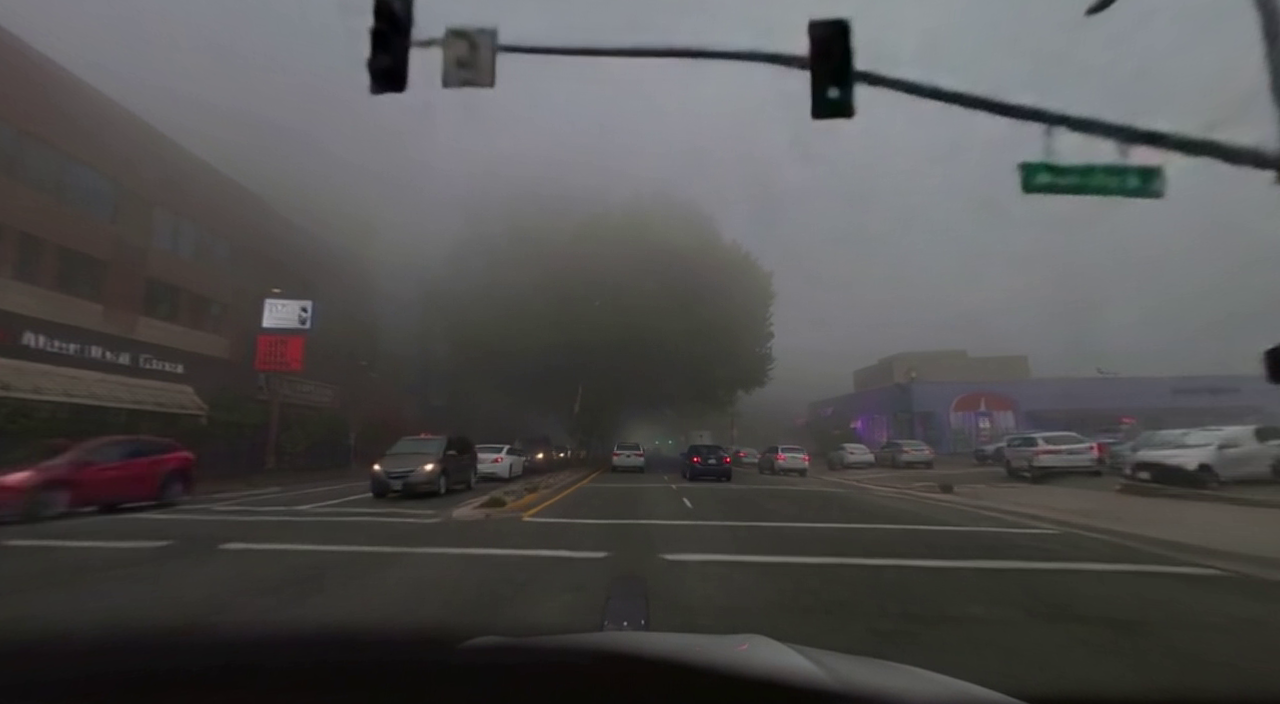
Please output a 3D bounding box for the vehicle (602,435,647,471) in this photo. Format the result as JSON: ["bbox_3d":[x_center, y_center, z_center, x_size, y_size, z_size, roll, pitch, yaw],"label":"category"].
[{"bbox_3d":[-0.815,5.550,34.705,2.301,1.837,4.411,0,-8,-1],"label":"vehicle"}]

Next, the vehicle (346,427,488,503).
[{"bbox_3d":[-5.876,2.997,17.351,2.242,1.740,4.659,-1,-7,0],"label":"vehicle"}]

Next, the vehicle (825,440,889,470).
[{"bbox_3d":[12.088,5.747,35.481,2.058,1.493,4.612,-1,-8,2],"label":"vehicle"}]

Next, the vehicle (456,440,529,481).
[{"bbox_3d":[-5.856,4.334,25.529,1.835,1.476,4.533,1,-8,0],"label":"vehicle"}]

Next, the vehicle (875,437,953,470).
[{"bbox_3d":[15.179,5.607,35.259,2.007,1.642,5.001,-1,-8,-1],"label":"vehicle"}]

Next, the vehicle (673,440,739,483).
[{"bbox_3d":[2.481,4.236,24.694,2.046,1.540,3.883,0,-8,-2],"label":"vehicle"}]

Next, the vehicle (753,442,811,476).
[{"bbox_3d":[7.290,5.519,32.846,1.914,1.587,4.548,0,-8,-1],"label":"vehicle"}]

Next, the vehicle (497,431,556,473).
[{"bbox_3d":[-5.817,5.161,32.976,2.240,1.945,5.114,-1,-7,-1],"label":"vehicle"}]

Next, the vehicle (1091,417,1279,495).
[{"bbox_3d":[14.772,2.511,15.617,5.473,1.792,2.167,0,-6,1],"label":"vehicle"}]

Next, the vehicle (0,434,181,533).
[{"bbox_3d":[-12.628,2.691,13.548,2.106,1.779,4.467,0,-8,0],"label":"vehicle"}]

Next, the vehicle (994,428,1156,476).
[{"bbox_3d":[16.394,3.788,23.952,4.572,1.660,2.091,-1,-9,-1],"label":"vehicle"}]
